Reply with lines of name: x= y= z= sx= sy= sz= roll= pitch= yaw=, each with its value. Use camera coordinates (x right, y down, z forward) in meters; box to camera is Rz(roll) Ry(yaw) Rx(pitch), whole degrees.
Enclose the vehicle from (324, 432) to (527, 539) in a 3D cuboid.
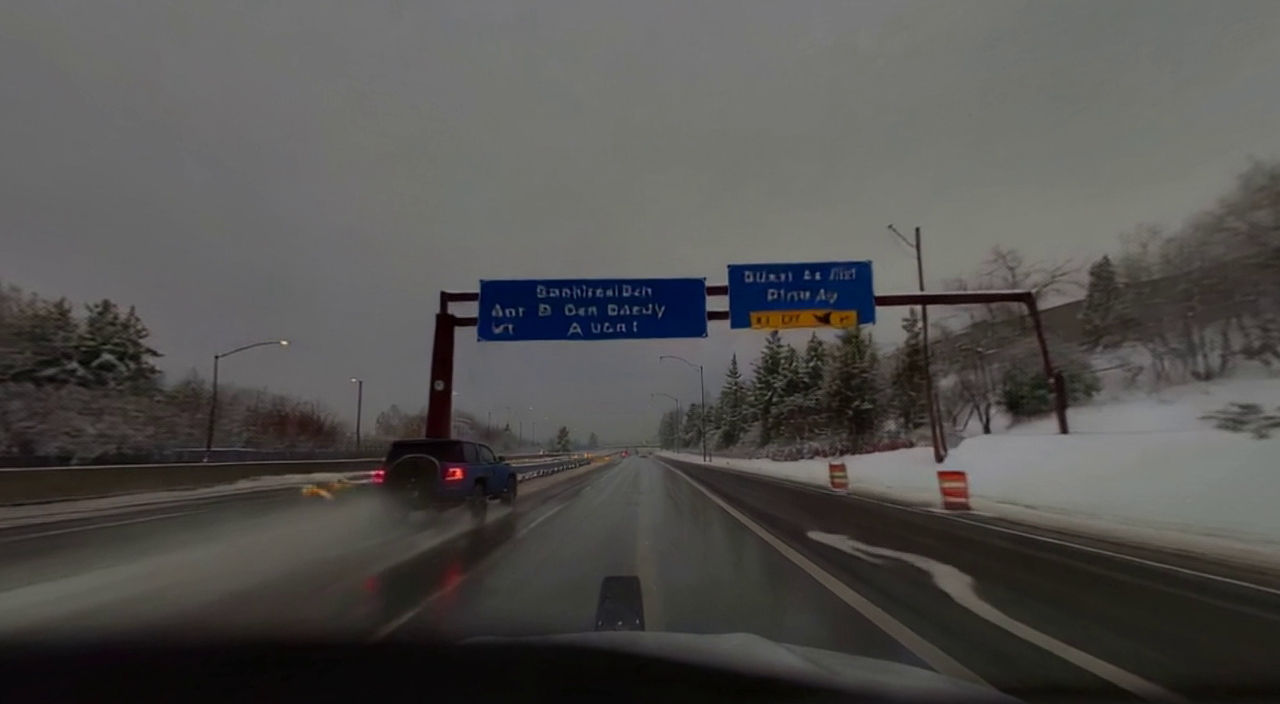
vehicle: x=-3.640 y=2.366 z=11.898 sx=2.069 sy=1.560 sz=5.018 roll=0 pitch=-9 yaw=0
